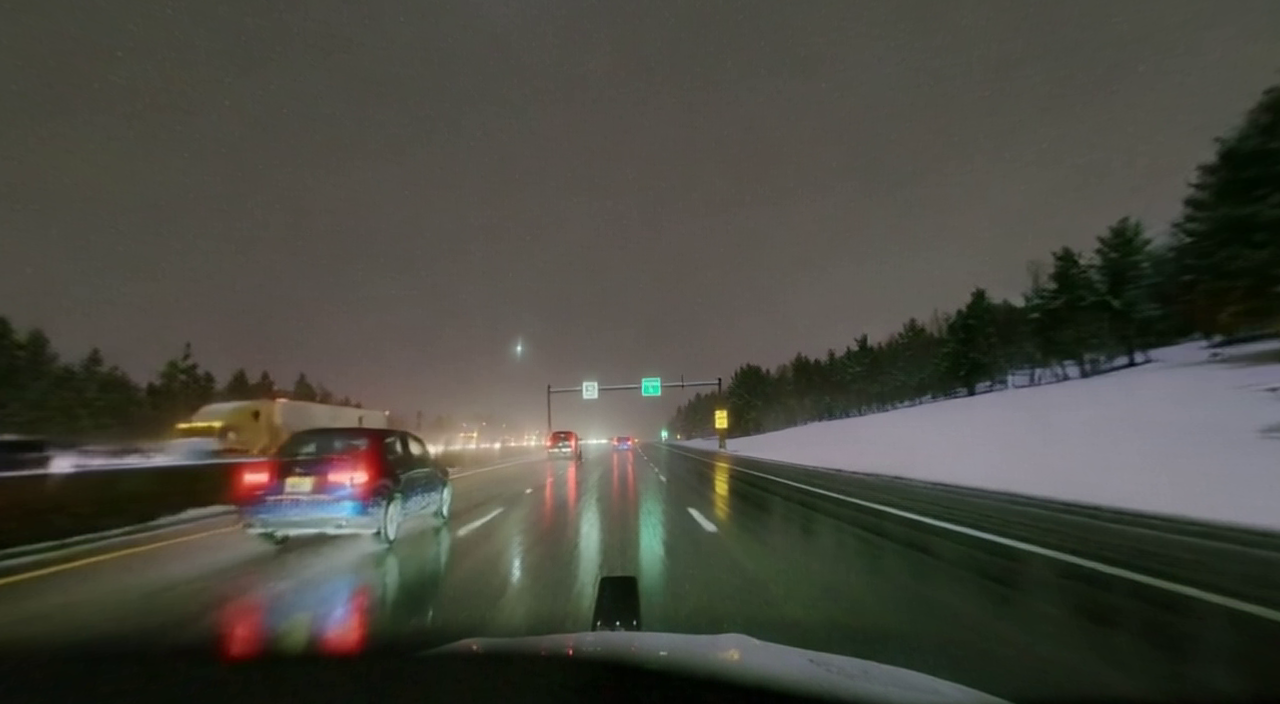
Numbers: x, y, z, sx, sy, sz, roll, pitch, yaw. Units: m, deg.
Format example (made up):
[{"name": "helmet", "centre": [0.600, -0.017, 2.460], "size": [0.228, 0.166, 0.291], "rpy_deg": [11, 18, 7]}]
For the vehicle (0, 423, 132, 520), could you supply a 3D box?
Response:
[{"name": "vehicle", "centre": [-11.948, 2.136, 11.388], "size": [1.961, 1.644, 4.247], "rpy_deg": [0, -8, -1]}]

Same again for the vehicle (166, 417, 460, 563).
[{"name": "vehicle", "centre": [-4.139, 1.776, 8.934], "size": [1.953, 1.550, 4.167], "rpy_deg": [0, -8, -1]}]

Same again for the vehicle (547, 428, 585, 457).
[{"name": "vehicle", "centre": [-5.188, 6.399, 44.549], "size": [2.115, 1.887, 4.721], "rpy_deg": [0, -8, 0]}]
